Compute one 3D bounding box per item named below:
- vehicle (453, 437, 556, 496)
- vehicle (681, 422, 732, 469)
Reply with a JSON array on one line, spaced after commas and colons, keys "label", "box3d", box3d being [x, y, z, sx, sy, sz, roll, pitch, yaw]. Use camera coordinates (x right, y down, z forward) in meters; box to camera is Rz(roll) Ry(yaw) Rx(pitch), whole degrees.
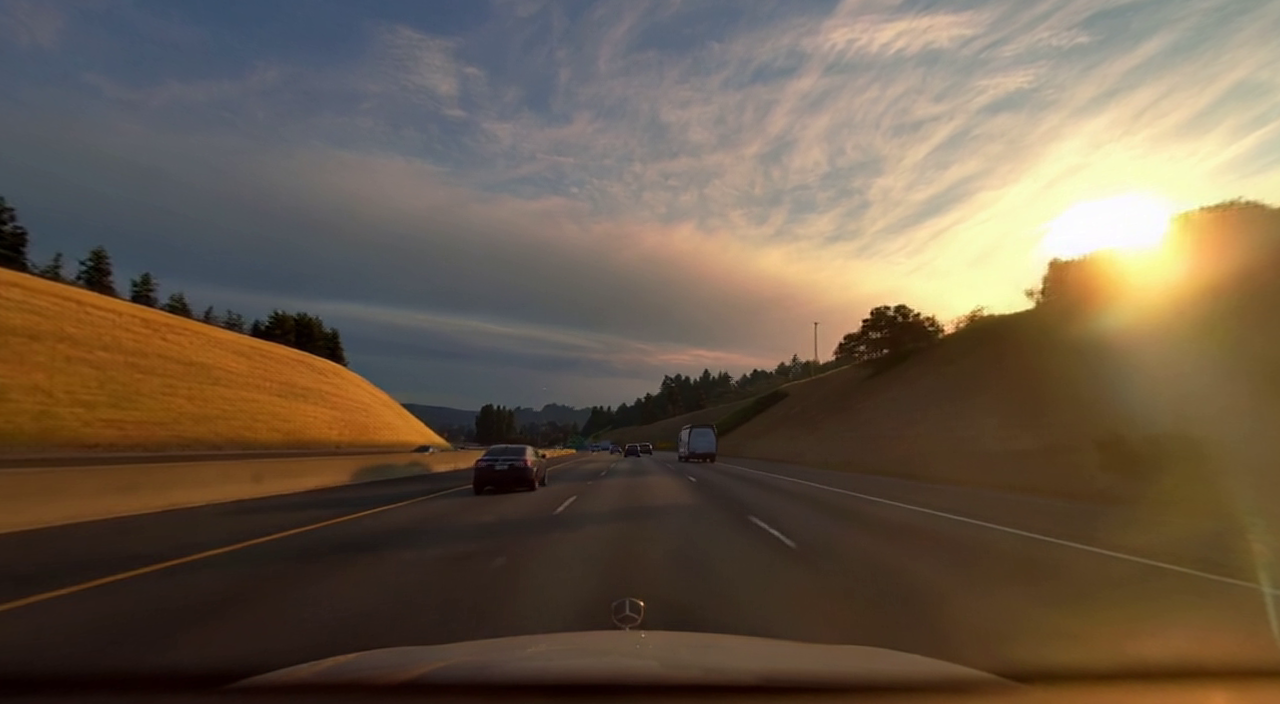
[{"label": "vehicle", "box3d": [-3.821, 3.333, 18.636, 2.054, 1.529, 4.368, 0, -9, 1]}, {"label": "vehicle", "box3d": [3.935, 5.712, 38.420, 2.361, 2.636, 5.684, 0, -9, -1]}]
